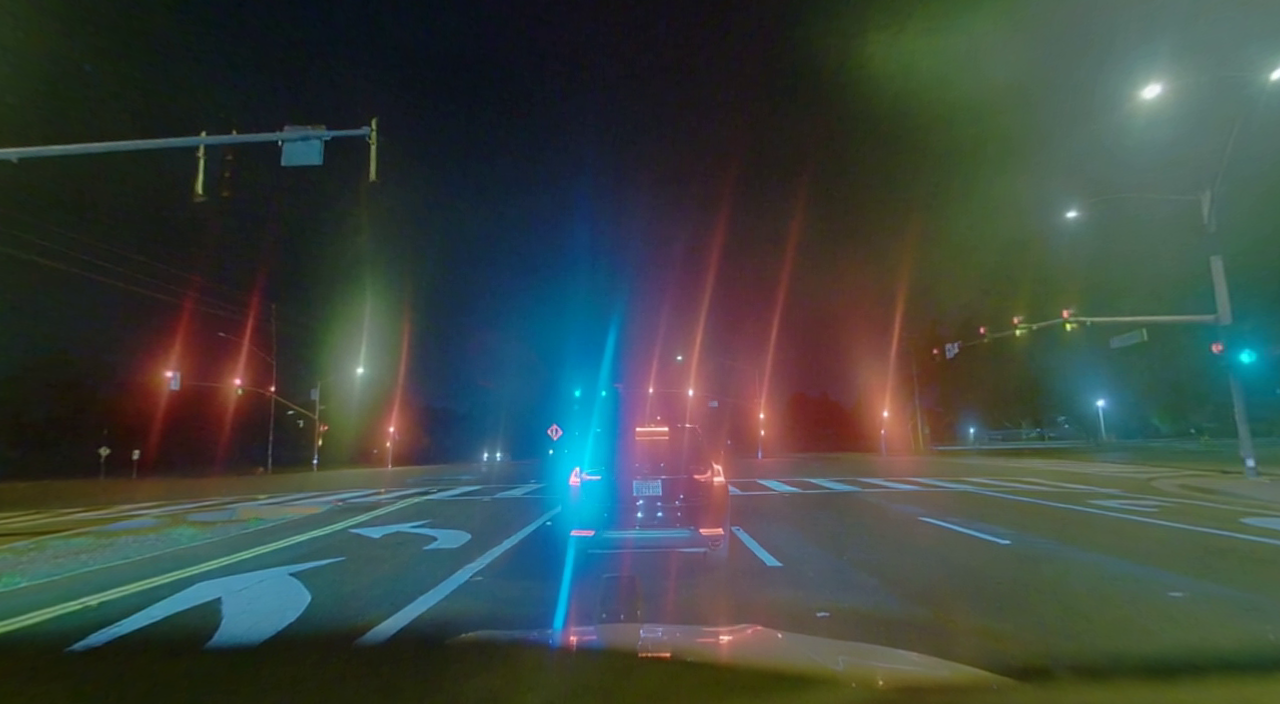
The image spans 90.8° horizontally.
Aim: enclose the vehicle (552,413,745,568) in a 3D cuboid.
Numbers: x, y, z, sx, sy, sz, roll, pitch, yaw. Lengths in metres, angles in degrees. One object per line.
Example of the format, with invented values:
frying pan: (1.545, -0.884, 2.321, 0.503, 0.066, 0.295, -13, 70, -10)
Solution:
vehicle: (0.052, 1.756, 8.708, 2.027, 1.626, 3.942, 0, -8, -1)
